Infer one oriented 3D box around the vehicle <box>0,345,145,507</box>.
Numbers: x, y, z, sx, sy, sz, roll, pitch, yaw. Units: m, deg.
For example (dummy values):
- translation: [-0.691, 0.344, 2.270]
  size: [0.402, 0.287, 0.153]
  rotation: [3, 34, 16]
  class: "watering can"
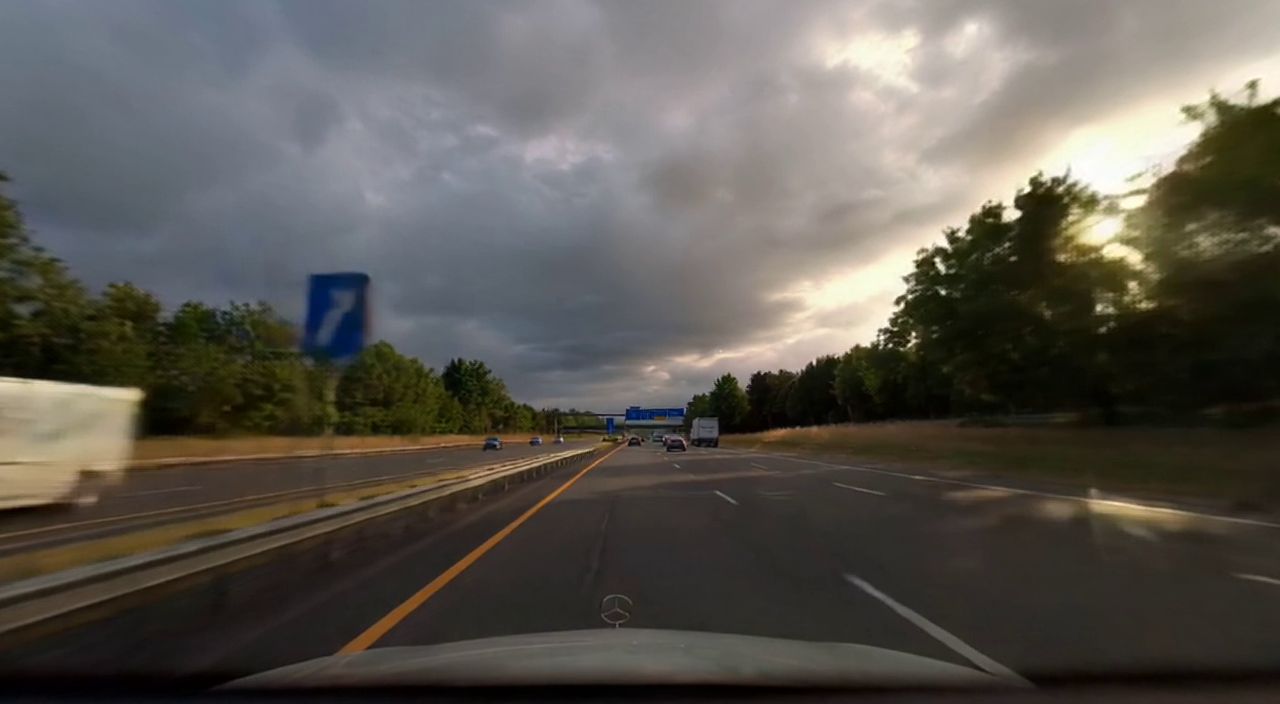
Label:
- translation: [-12.708, 1.338, 11.363]
  size: [2.310, 2.895, 6.410]
  rotation: [0, -8, 0]
  class: "vehicle"
